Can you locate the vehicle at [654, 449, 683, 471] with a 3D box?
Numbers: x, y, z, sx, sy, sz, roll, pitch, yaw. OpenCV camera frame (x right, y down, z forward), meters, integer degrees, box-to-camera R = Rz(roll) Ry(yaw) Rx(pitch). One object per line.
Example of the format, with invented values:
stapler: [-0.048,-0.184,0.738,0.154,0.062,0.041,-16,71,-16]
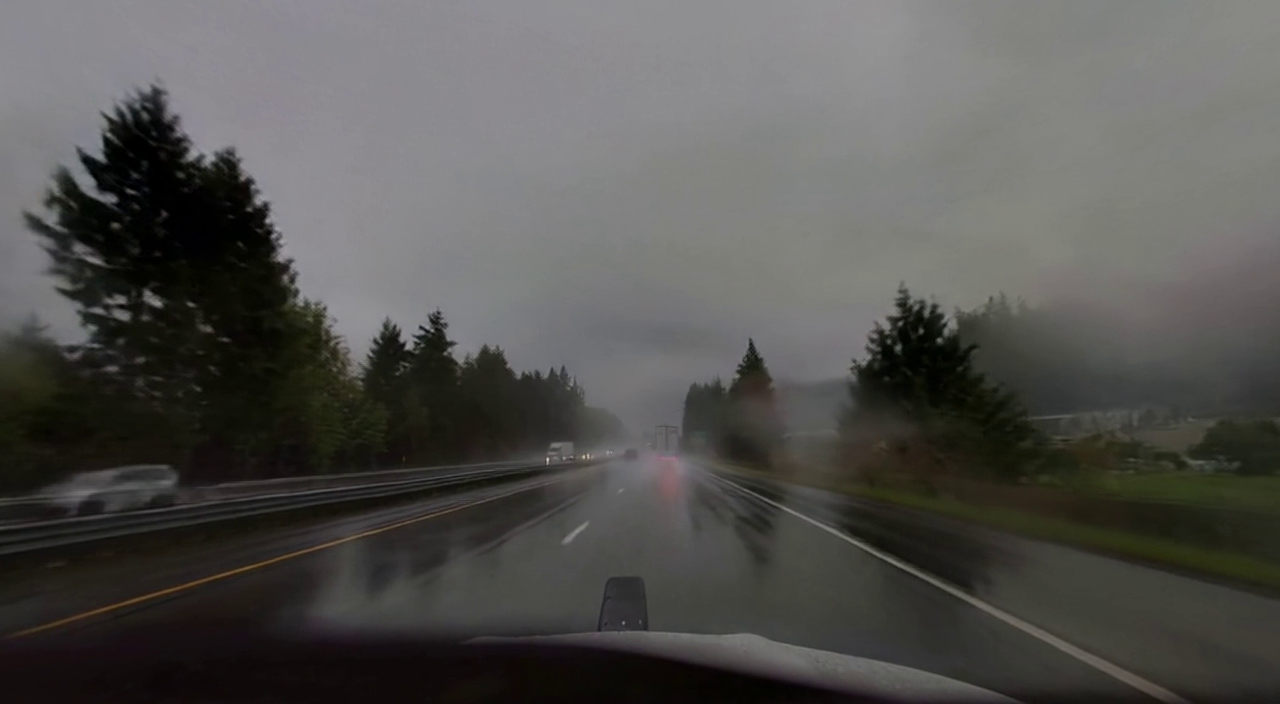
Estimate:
vehicle: [2.161,8.280,48.484,2.096,1.653,4.185,0,-9,2]

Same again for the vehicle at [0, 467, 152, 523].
vehicle: [-17.755,4.355,19.610,1.876,1.437,3.888,0,-9,2]
